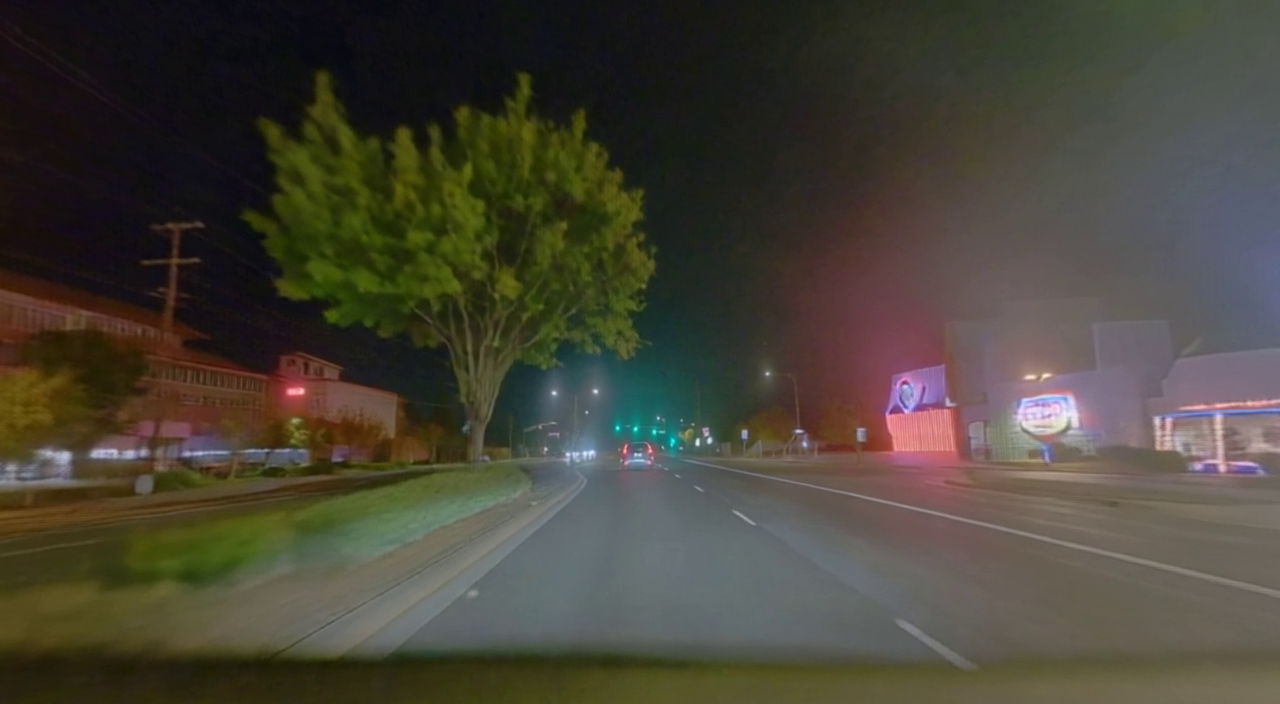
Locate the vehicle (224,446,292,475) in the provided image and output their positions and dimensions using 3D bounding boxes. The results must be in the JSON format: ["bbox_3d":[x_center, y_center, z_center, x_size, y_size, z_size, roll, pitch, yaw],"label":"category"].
[{"bbox_3d":[-28.179,7.973,46.641,2.191,1.947,5.156,1,-9,-5],"label":"vehicle"}]

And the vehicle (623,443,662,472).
[{"bbox_3d":[0.067,5.691,34.034,1.998,1.452,3.773,0,-9,-2],"label":"vehicle"}]

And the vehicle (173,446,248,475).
[{"bbox_3d":[-31.465,7.925,46.285,2.155,2.023,5.077,0,-9,-4],"label":"vehicle"}]
